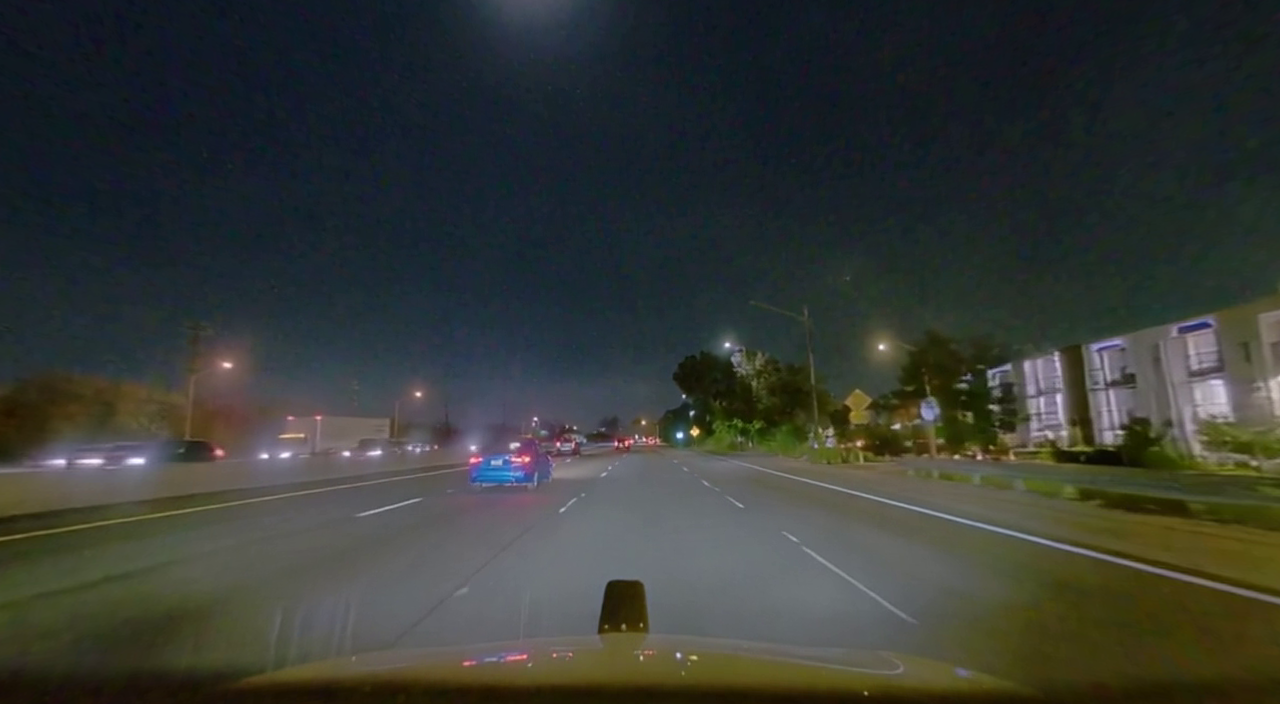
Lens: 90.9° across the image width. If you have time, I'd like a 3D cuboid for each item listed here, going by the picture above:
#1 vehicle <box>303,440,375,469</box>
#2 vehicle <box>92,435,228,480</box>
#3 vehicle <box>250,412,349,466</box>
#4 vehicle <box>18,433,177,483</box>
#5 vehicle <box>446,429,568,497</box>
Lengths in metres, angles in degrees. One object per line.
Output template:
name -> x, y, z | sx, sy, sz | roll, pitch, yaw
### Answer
vehicle -> -16.751, 5.708, 35.341 | 1.857, 1.481, 4.317 | 0, -8, 1
vehicle -> -20.382, 4.483, 27.129 | 2.045, 1.748, 4.757 | 0, -8, 1
vehicle -> -24.324, 6.333, 45.610 | 2.786, 3.517, 7.464 | 0, -8, 1
vehicle -> -24.074, 4.725, 28.391 | 2.198, 2.010, 5.484 | 0, -8, 1
vehicle -> -3.373, 2.942, 17.154 | 2.144, 1.565, 4.951 | 0, -8, 1
